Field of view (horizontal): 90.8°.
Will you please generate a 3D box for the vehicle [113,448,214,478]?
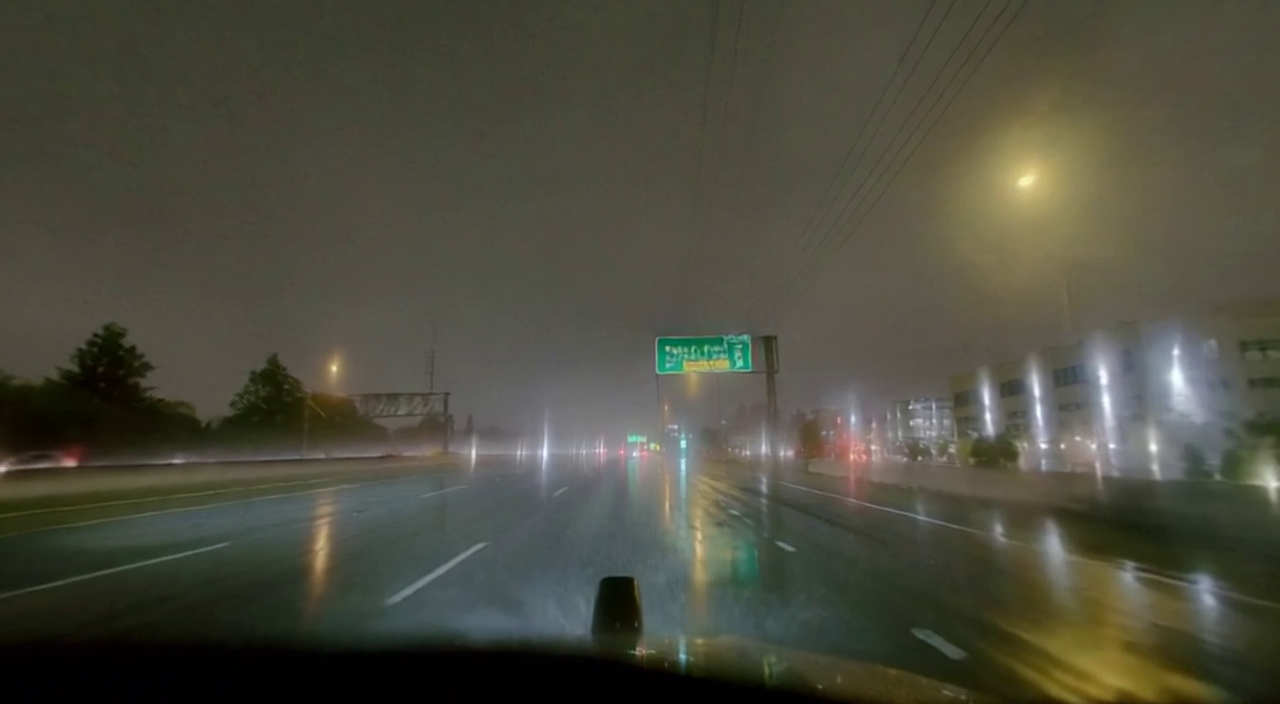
[{"bbox_3d":[-25.428,5.915,33.956,1.838,1.443,4.598,0,-8,0],"label":"vehicle"}]
